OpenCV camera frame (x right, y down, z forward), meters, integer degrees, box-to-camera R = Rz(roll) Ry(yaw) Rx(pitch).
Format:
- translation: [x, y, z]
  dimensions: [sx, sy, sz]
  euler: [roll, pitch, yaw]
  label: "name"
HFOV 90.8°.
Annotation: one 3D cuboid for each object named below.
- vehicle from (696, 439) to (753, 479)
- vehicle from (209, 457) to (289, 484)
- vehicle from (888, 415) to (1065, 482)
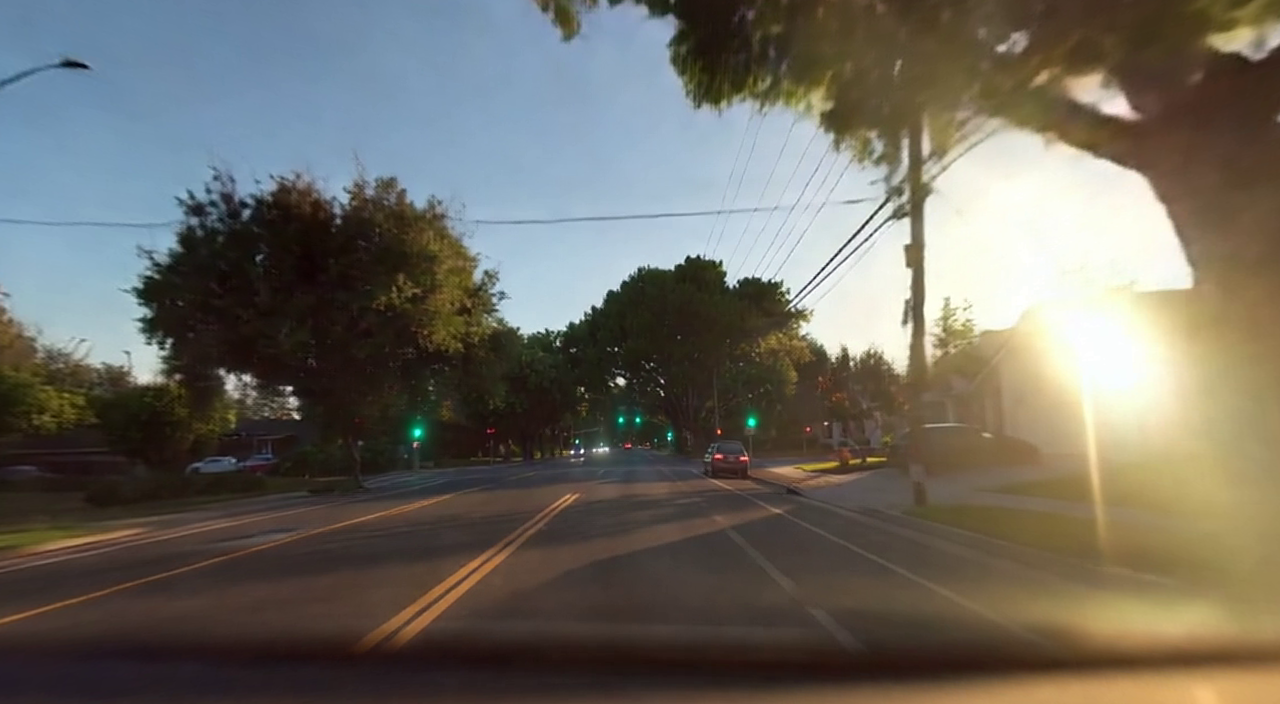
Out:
- translation: [3.813, 4.881, 29.121]
  dimensions: [1.900, 1.661, 4.346]
  euler: [1, -8, -2]
  label: "vehicle"
- translation: [-29.698, 9.013, 48.107]
  dimensions: [4.830, 1.521, 1.948]
  euler: [-5, -10, -1]
  label: "vehicle"
- translation: [10.176, 2.998, 19.497]
  dimensions: [4.434, 1.730, 2.081]
  euler: [-7, -10, 23]
  label: "vehicle"
